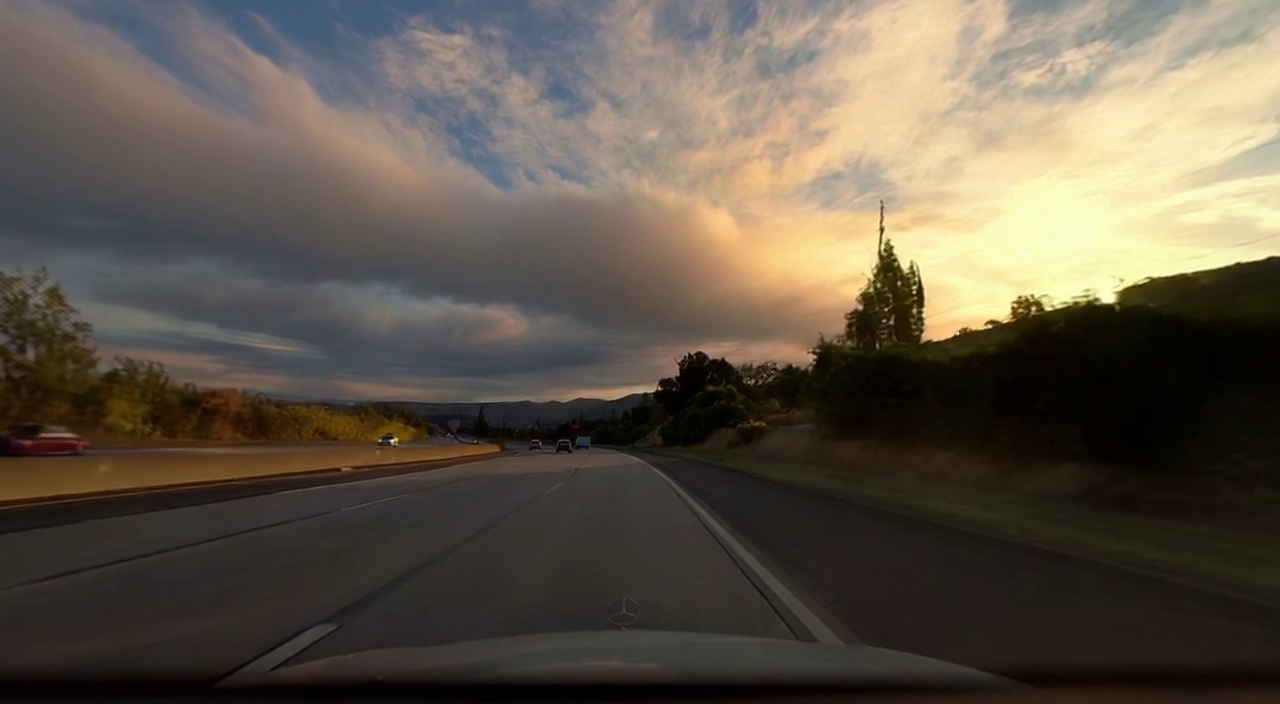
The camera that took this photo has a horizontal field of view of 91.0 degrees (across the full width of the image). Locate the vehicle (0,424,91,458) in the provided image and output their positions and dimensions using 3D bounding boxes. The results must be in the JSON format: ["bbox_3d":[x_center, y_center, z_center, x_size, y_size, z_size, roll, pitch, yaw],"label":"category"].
[{"bbox_3d":[-32.712,4.813,34.005,1.924,1.680,4.758,1,-8,-2],"label":"vehicle"}]
